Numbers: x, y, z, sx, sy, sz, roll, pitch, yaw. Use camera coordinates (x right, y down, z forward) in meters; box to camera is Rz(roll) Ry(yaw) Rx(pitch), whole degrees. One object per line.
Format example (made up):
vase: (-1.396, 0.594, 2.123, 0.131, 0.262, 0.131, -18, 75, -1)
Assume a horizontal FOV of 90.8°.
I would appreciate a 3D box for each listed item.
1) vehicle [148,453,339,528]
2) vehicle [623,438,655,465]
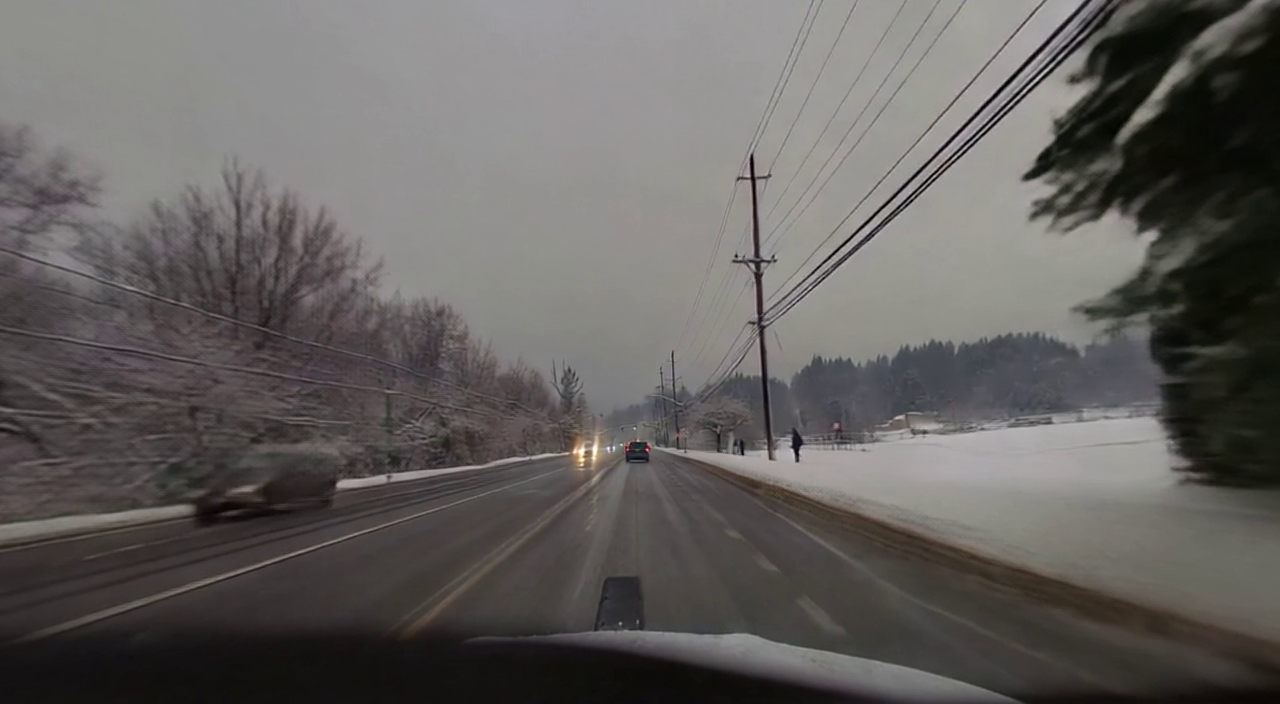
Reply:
vehicle: (-9.265, 3.230, 15.296, 1.867, 1.456, 4.251, -1, -8, 0)
vehicle: (-0.077, 7.039, 44.756, 2.163, 1.746, 4.073, 0, -8, 0)
